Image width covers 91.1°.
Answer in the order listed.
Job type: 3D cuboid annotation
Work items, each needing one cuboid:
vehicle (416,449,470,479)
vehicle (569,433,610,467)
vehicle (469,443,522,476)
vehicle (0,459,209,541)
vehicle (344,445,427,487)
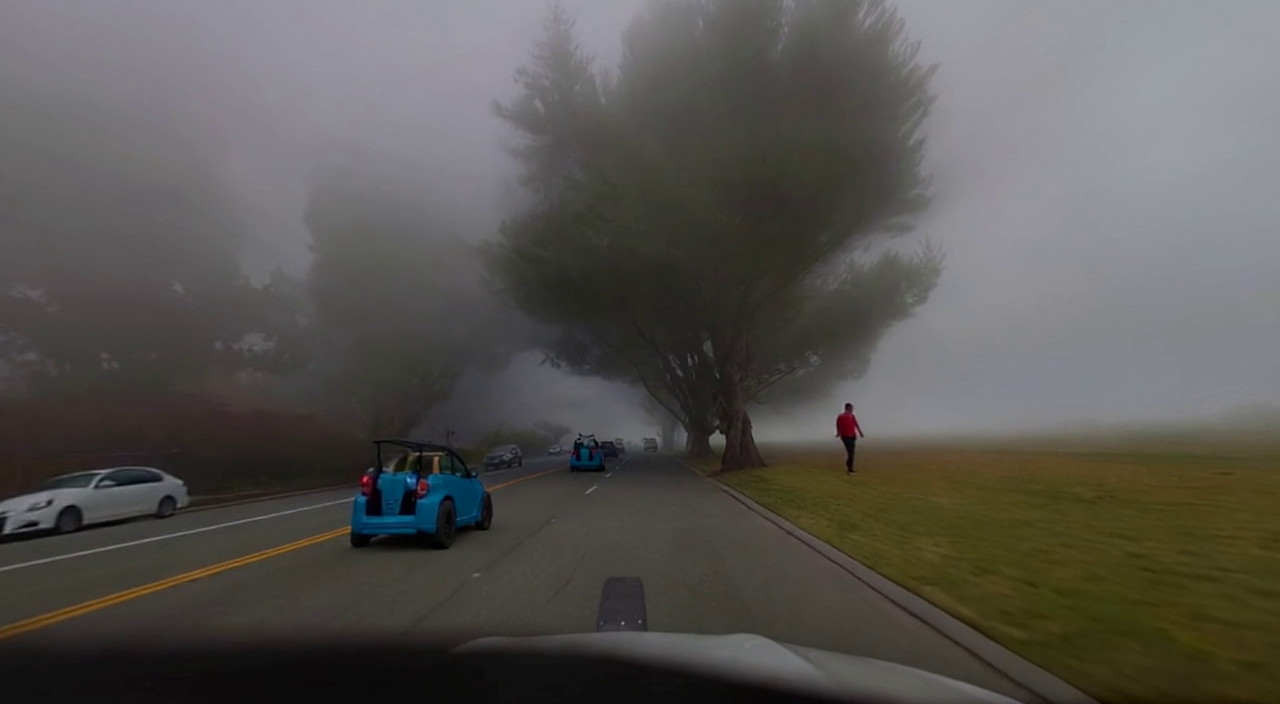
[{"bbox_3d":[-11.936,6.794,38.328,1.910,1.462,4.581,-4,-7,-2],"label":"vehicle"},{"bbox_3d":[-2.847,5.628,36.131,1.908,1.809,4.230,0,-8,1],"label":"vehicle"},{"bbox_3d":[-8.752,6.524,38.417,2.019,1.907,4.697,0,-8,2],"label":"vehicle"},{"bbox_3d":[-12.345,3.206,14.235,1.887,1.469,4.691,0,-9,-1],"label":"vehicle"},{"bbox_3d":[-11.934,5.344,29.850,1.904,1.728,4.997,1,-8,-1],"label":"vehicle"}]
